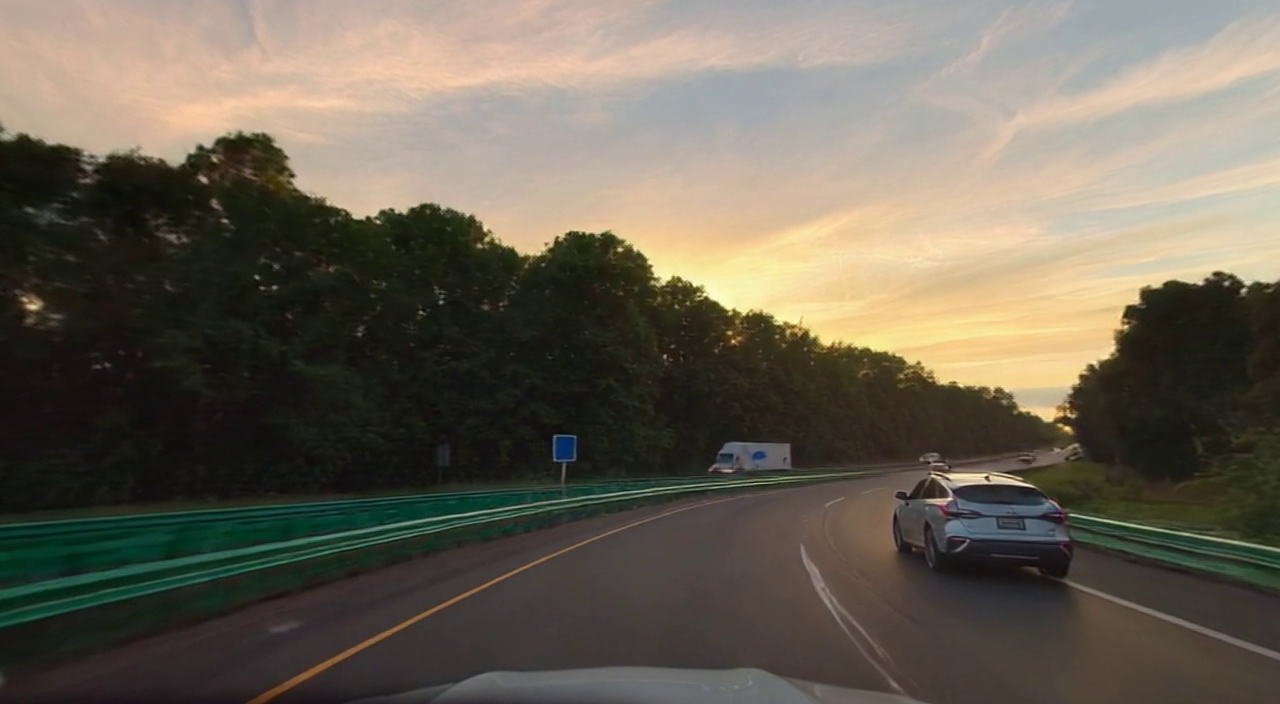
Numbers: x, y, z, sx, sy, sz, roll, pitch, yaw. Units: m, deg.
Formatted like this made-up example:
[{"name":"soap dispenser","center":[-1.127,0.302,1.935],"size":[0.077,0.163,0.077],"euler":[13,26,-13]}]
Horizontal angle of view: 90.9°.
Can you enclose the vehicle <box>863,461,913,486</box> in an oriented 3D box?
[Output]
[{"name":"vehicle","center":[16.402,8.009,41.564],"size":[1.992,1.503,3.793],"euler":[-7,-13,37]}]

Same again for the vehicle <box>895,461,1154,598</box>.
[{"name":"vehicle","center":[5.570,2.565,9.901],"size":[2.023,1.593,4.105],"euler":[-1,-11,10]}]
